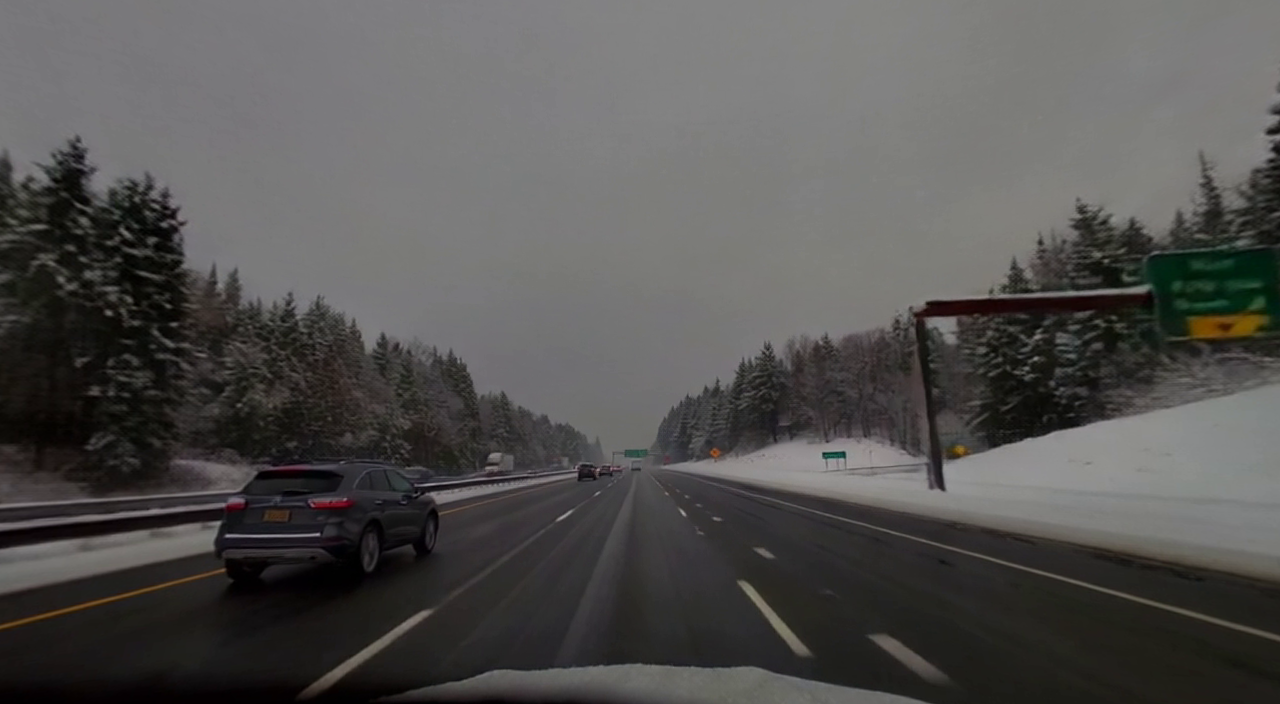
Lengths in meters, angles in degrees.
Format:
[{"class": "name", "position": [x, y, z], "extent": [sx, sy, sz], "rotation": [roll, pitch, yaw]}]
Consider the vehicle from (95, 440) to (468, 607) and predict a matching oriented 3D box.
[{"class": "vehicle", "position": [-3.803, 1.945, 7.891], "extent": [1.998, 1.427, 4.462], "rotation": [1, -11, 0]}]
